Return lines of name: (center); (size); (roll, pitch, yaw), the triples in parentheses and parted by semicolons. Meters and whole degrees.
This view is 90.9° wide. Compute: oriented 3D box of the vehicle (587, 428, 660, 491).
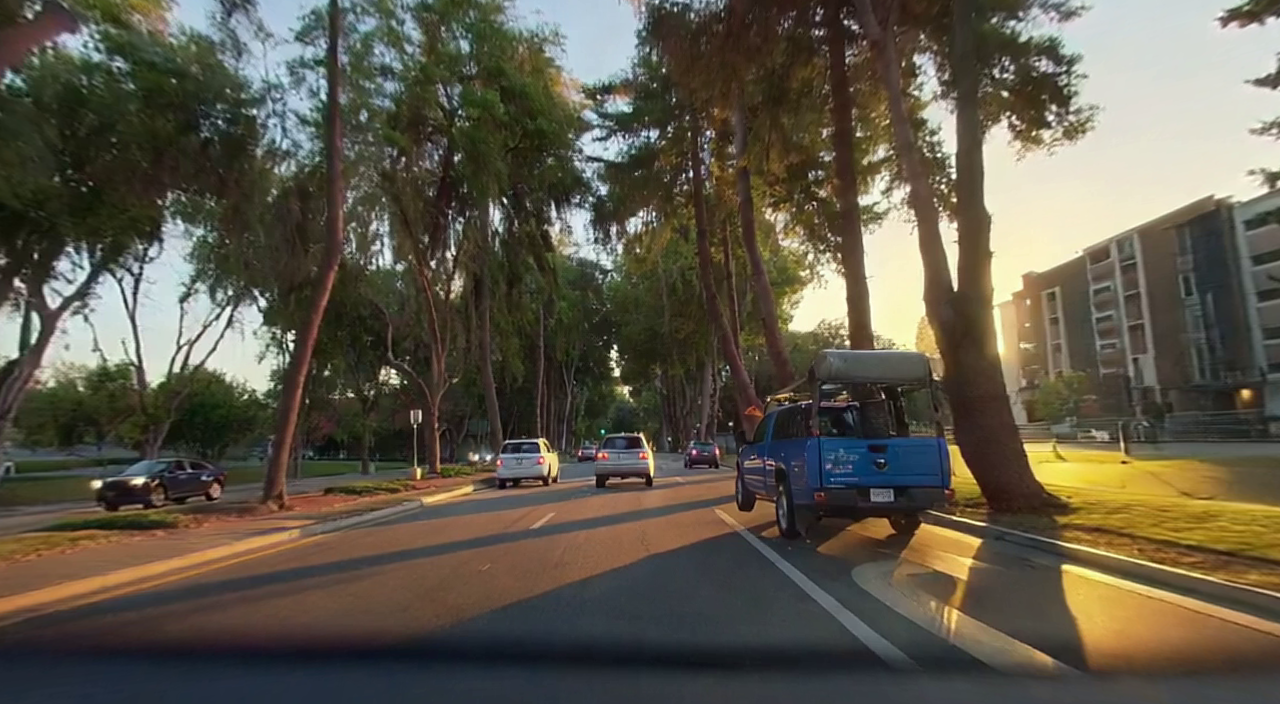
vehicle: (-0.461, 3.369, 20.011); (2.075, 1.770, 4.018); (0, -8, 0)

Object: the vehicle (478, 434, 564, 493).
vehicle: (-3.587, 3.441, 19.736); (1.894, 1.642, 3.861); (0, -8, 1)

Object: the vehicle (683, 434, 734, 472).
vehicle: (3.694, 5.549, 34.958); (2.183, 1.948, 4.633); (0, -8, -1)

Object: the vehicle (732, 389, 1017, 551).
vehicle: (3.435, 1.951, 11.152); (2.655, 2.054, 6.098); (0, -8, 0)

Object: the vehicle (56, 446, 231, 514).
vehicle: (-15.023, 3.844, 19.461); (1.889, 1.743, 4.296); (-3, -8, 1)
